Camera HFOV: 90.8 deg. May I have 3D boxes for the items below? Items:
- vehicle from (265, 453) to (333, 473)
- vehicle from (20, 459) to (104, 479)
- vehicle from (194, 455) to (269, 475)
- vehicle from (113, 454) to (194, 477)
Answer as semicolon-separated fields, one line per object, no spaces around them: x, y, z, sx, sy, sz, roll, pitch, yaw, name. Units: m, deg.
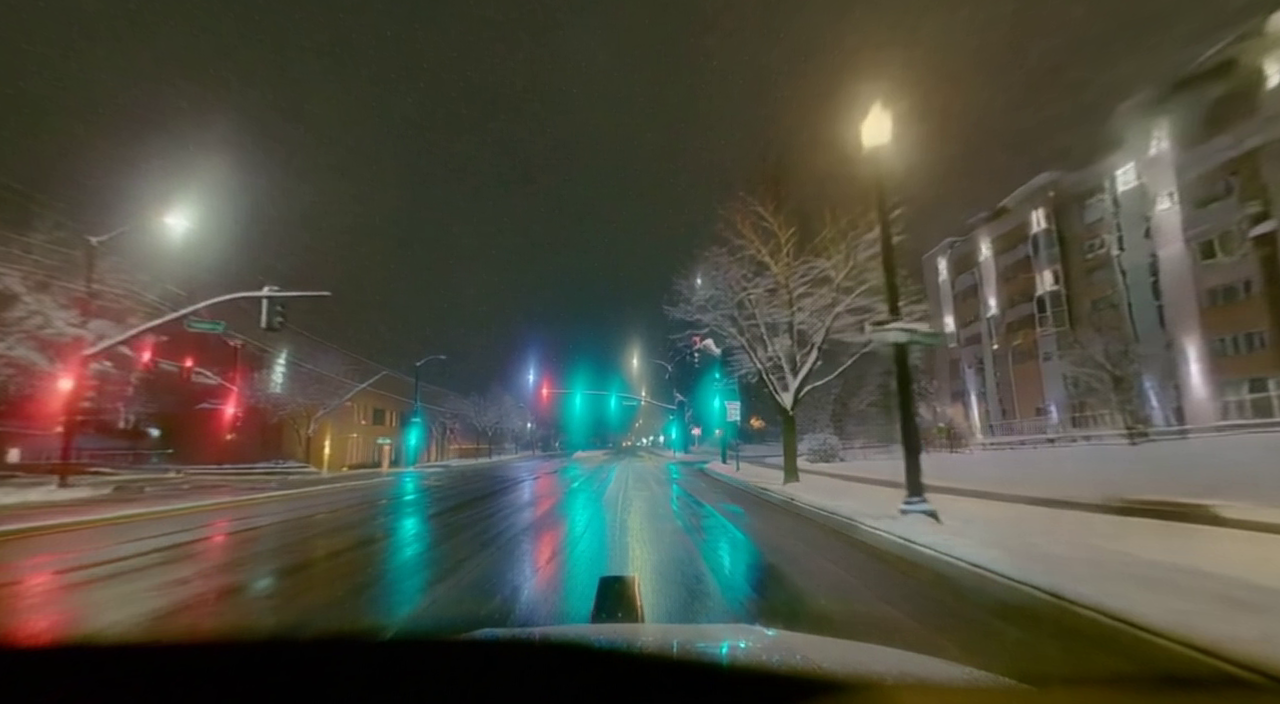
-26.412;8.599;49.019;4.153;1.493;1.808;0;-9;-2;vehicle
-44.234;8.945;48.438;4.546;1.455;1.805;0;-9;-2;vehicle
-31.533;8.739;48.831;4.453;1.441;1.770;0;-9;-1;vehicle
-37.461;8.739;48.744;4.593;1.674;1.893;0;-9;0;vehicle
